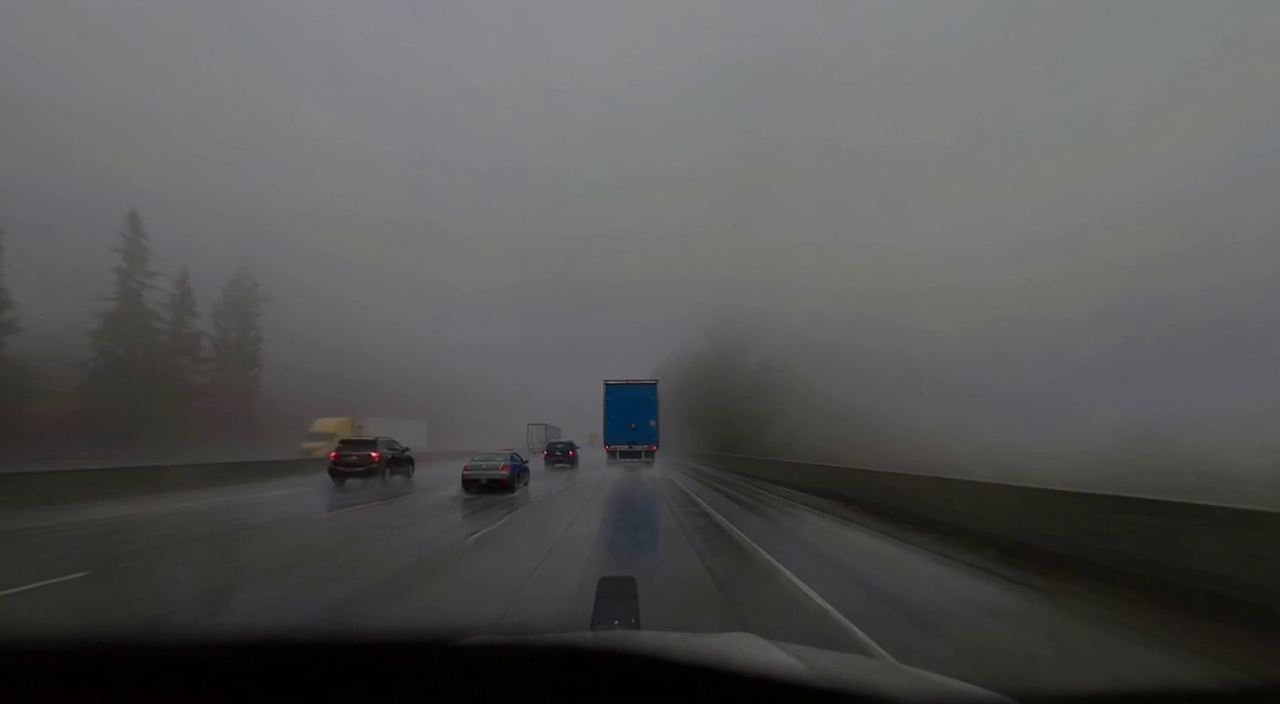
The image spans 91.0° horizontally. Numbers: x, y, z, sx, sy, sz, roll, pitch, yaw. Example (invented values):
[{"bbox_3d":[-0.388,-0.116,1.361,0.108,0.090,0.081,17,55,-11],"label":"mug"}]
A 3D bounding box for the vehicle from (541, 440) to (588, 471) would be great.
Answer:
[{"bbox_3d":[-4.267,5.913,36.174,2.158,1.680,4.087,0,-8,1],"label":"vehicle"}]

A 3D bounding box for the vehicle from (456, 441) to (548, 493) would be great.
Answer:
[{"bbox_3d":[-4.524,3.819,21.317,2.164,1.582,3.979,0,-8,1],"label":"vehicle"}]

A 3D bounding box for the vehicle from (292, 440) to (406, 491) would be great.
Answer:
[{"bbox_3d":[-9.943,3.870,21.940,1.952,1.590,4.090,-1,-8,1],"label":"vehicle"}]

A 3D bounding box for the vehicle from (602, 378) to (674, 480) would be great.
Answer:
[{"bbox_3d":[-0.356,3.860,30.919,2.913,4.113,10.724,0,-8,-3],"label":"vehicle"}]
